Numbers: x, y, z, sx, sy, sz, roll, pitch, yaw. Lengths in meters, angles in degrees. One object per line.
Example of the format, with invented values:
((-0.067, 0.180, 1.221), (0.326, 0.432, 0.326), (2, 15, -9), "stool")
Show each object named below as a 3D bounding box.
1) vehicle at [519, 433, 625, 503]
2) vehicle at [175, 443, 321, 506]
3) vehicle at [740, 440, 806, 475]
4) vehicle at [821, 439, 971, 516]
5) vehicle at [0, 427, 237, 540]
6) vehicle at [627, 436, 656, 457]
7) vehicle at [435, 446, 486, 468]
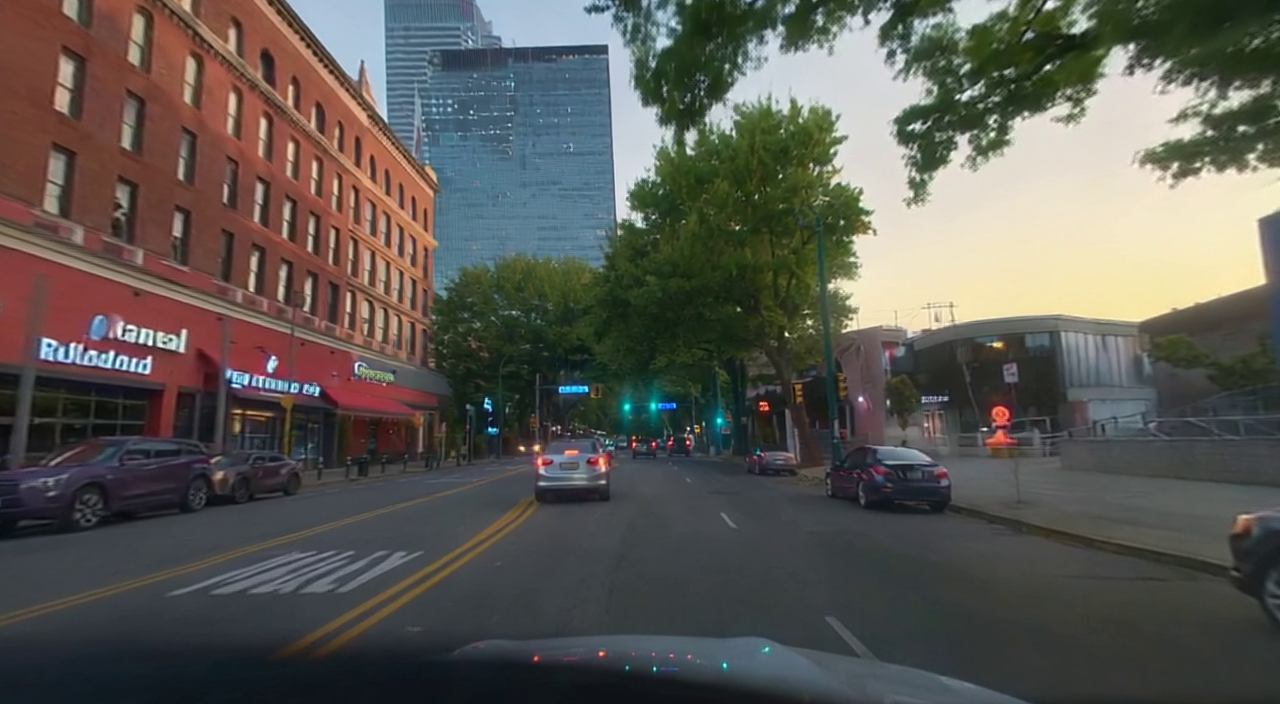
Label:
((-1.640, 2.731, 15.301), (2.169, 1.427, 4.531), (1, -9, -6), "vehicle")
((-12.575, 3.915, 20.660), (2.000, 1.708, 4.494), (-3, -8, -1), "vehicle")
((5.992, 4.790, 28.914), (1.956, 1.446, 4.537), (0, -8, -1), "vehicle")
((5.802, 2.869, 14.901), (1.986, 1.555, 3.879), (0, -8, 1), "vehicle")
((-12.597, 2.870, 14.657), (2.384, 2.044, 6.030), (0, -8, 1), "vehicle")
((0.088, 7.217, 48.244), (2.102, 1.521, 4.078), (0, -8, -1), "vehicle")
((-12.440, 7.289, 43.995), (2.075, 1.472, 4.638), (0, -8, 2), "vehicle")
